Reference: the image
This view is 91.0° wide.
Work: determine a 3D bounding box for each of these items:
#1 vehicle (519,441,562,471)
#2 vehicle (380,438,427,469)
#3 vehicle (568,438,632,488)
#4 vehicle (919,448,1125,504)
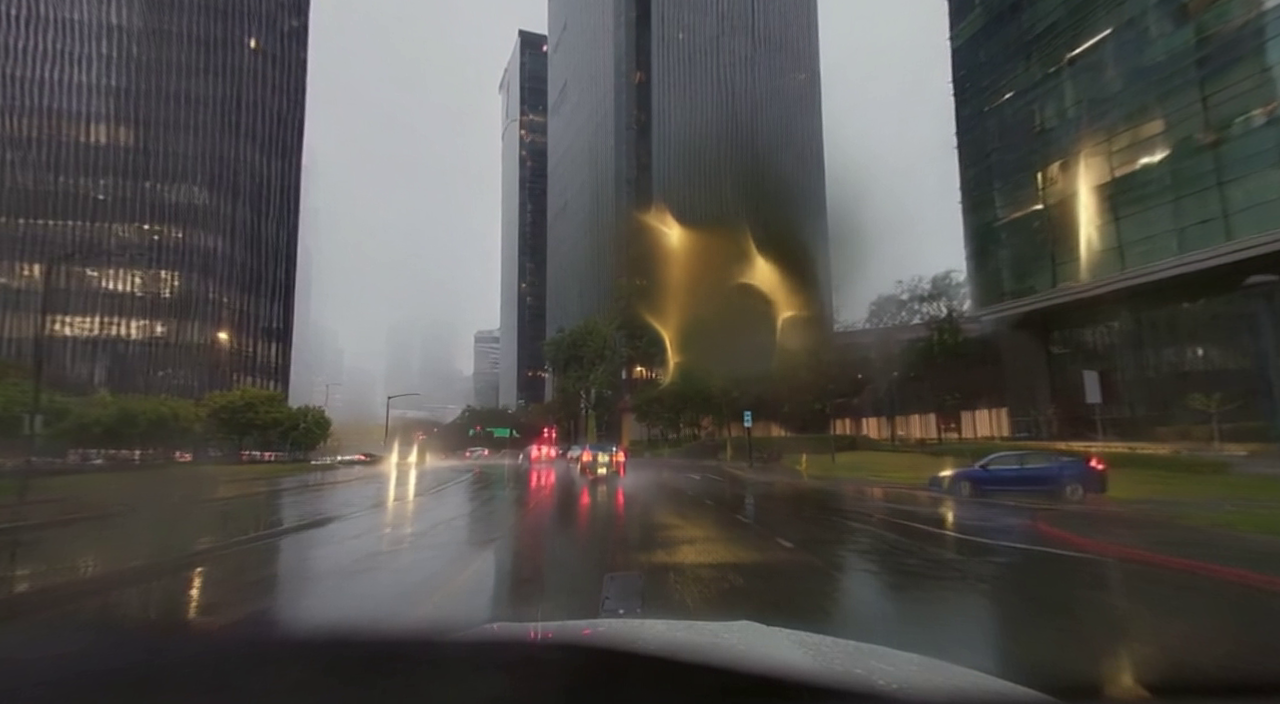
[{"bbox_3d":[-6.261,6.446,39.167,2.121,1.728,4.161,3,-9,-16],"label":"vehicle"},{"bbox_3d":[-17.315,7.542,46.467,2.334,1.945,5.298,6,-12,-12],"label":"vehicle"},{"bbox_3d":[-1.467,4.111,23.682,2.183,1.675,4.319,0,-9,-3],"label":"vehicle"},{"bbox_3d":[11.080,3.620,18.640,4.645,1.505,2.100,-1,-9,7],"label":"vehicle"}]
